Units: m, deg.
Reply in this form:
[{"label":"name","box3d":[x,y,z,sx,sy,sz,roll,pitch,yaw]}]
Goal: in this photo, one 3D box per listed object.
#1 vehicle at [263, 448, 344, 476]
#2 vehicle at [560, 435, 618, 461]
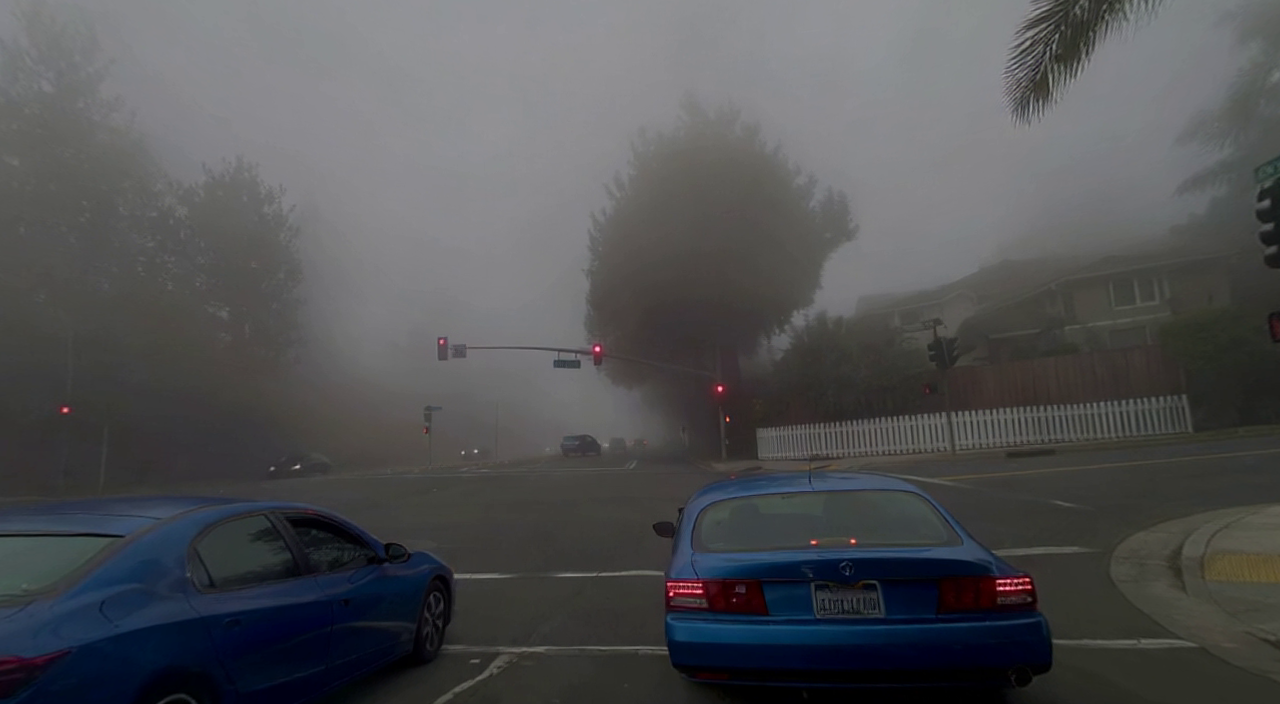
[{"label":"vehicle","box3d":[-20.009,6.557,37.814,2.084,1.528,4.778,-1,-9,2]},{"label":"vehicle","box3d":[-3.091,6.008,39.550,2.083,1.541,4.777,-3,-9,15]}]
